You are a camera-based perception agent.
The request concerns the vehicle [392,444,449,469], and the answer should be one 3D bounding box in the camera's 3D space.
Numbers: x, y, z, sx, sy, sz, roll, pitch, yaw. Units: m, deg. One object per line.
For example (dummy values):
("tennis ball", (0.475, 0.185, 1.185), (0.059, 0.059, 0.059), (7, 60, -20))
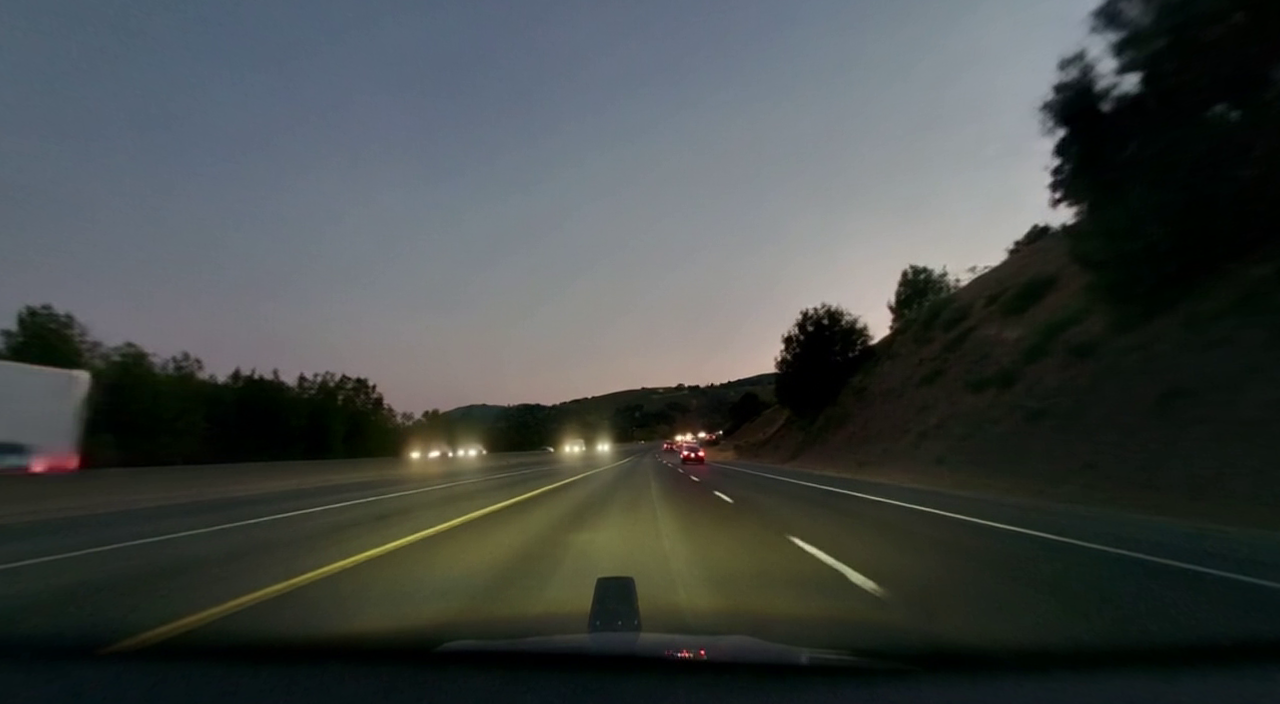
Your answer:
("vehicle", (-15.469, 7.364, 44.616), (2.074, 1.685, 4.866), (0, -9, 3))
